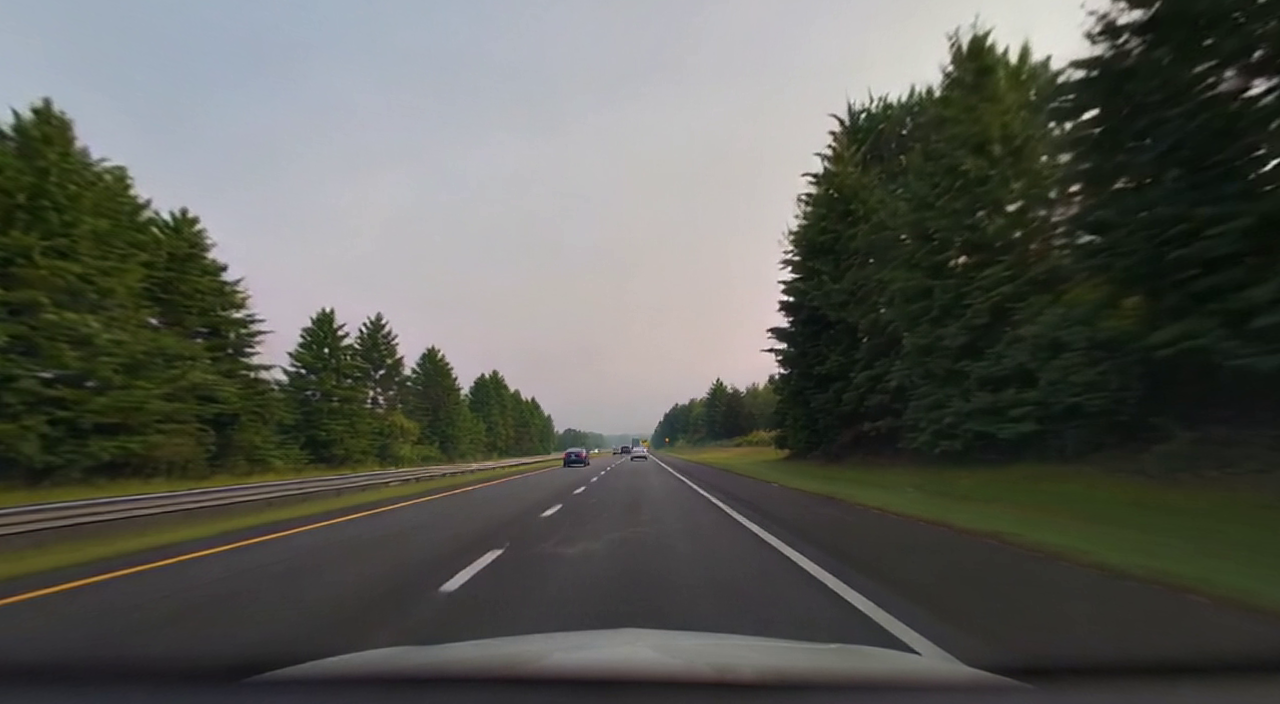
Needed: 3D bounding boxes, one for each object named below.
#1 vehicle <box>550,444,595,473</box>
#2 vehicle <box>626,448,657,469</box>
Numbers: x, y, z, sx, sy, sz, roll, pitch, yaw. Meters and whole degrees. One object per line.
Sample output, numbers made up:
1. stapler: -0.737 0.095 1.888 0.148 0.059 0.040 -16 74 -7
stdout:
1. vehicle: -3.953 6.345 37.719 2.182 1.629 4.263 0 -9 0
2. vehicle: 0.094 7.602 45.200 2.046 1.452 4.407 0 -9 0
